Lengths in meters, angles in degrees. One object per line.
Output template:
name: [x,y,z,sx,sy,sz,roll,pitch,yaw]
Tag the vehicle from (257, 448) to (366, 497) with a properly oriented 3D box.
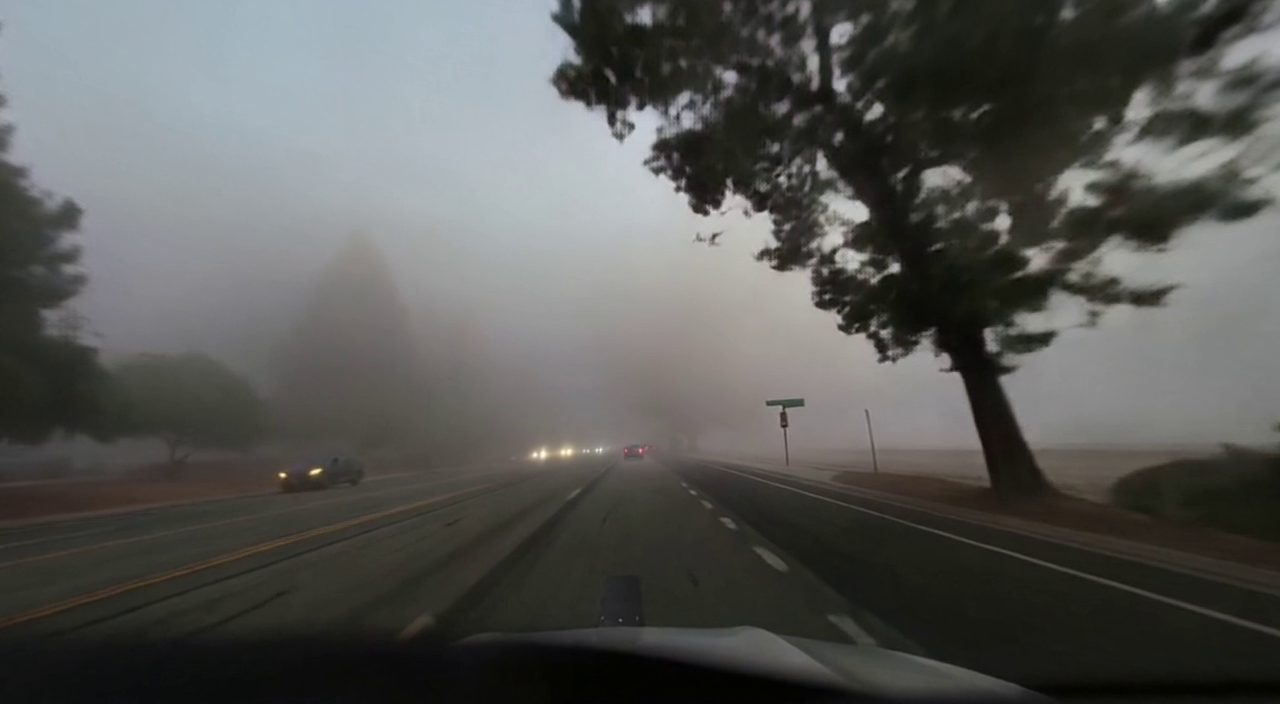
vehicle: [-14.671,5.349,28.641,2.055,1.742,5.503,-4,-8,0]
